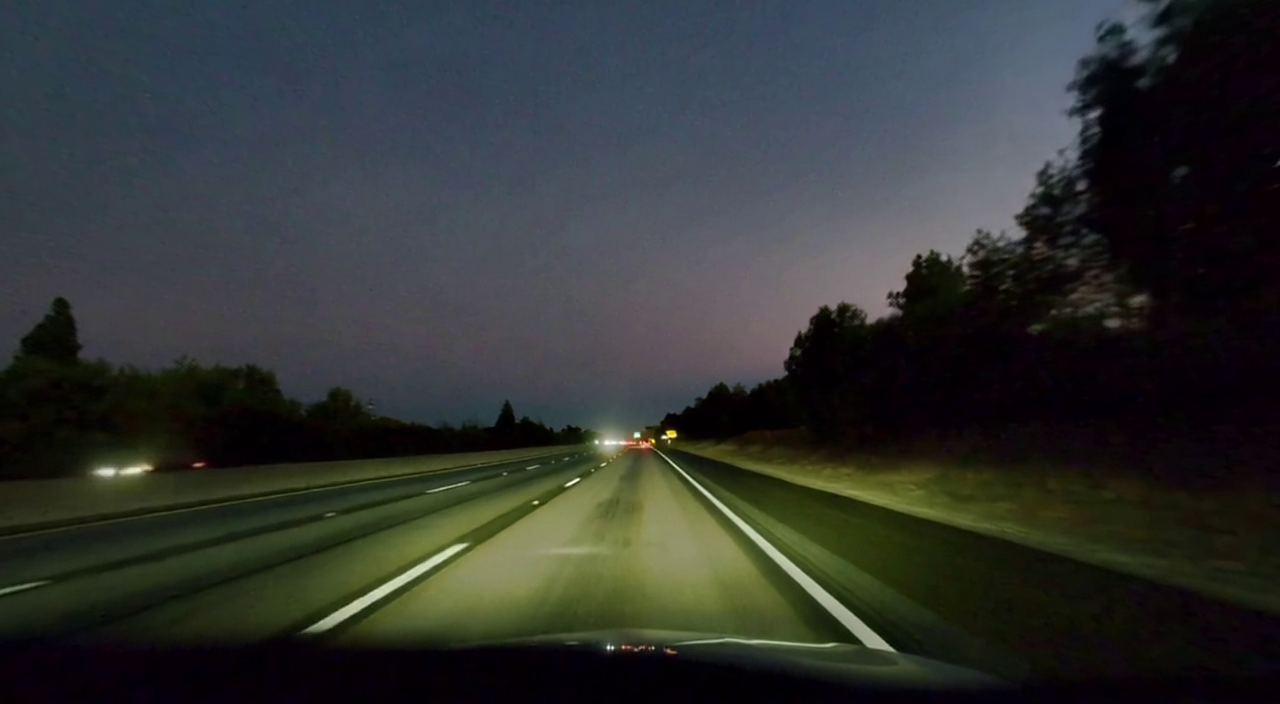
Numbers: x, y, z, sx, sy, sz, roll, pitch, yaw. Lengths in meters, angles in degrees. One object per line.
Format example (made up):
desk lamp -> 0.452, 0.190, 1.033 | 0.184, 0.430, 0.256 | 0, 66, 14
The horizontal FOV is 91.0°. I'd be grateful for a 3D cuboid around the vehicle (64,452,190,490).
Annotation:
vehicle -> -23.611, 5.462, 29.236 | 1.858, 1.546, 4.690 | 0, -8, 1
